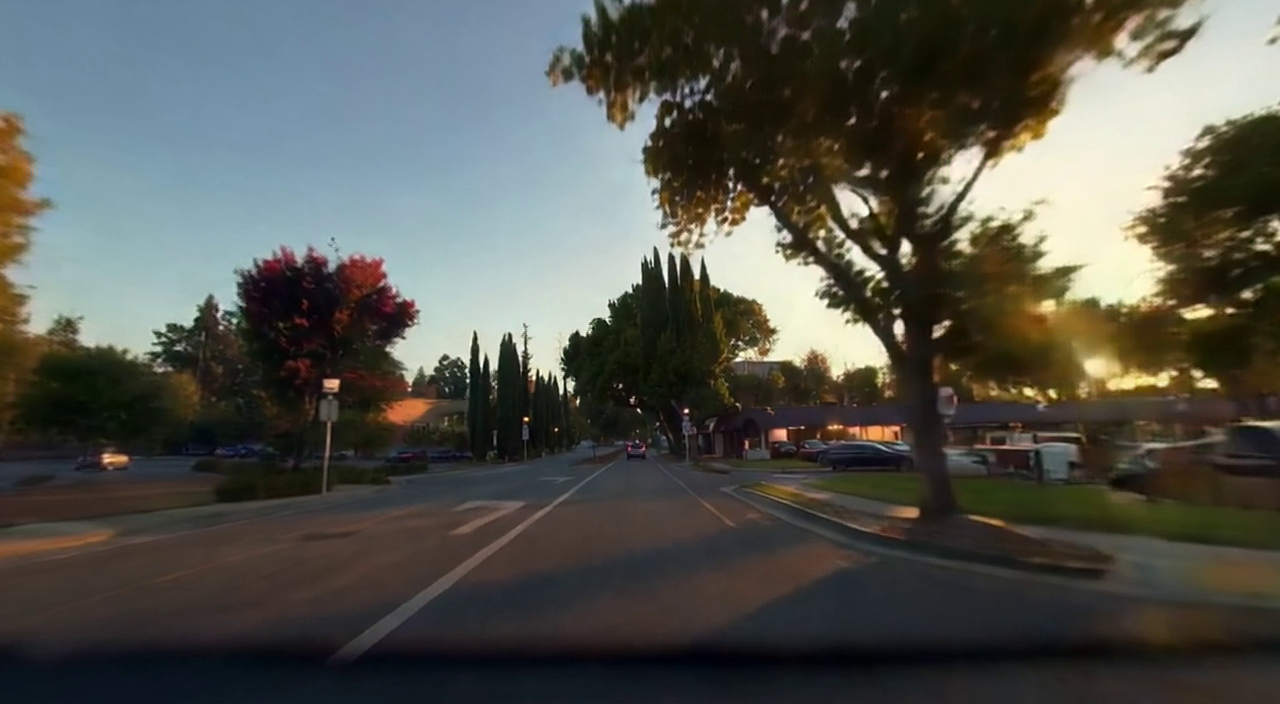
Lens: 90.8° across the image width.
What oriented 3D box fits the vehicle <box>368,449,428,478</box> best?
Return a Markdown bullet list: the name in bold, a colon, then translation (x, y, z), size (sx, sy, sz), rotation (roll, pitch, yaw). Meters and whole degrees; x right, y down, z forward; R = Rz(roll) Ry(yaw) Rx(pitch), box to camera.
- **vehicle**: translation (-13.404, 6.097, 34.850), size (2.061, 1.475, 4.357), rotation (6, -10, -34)
